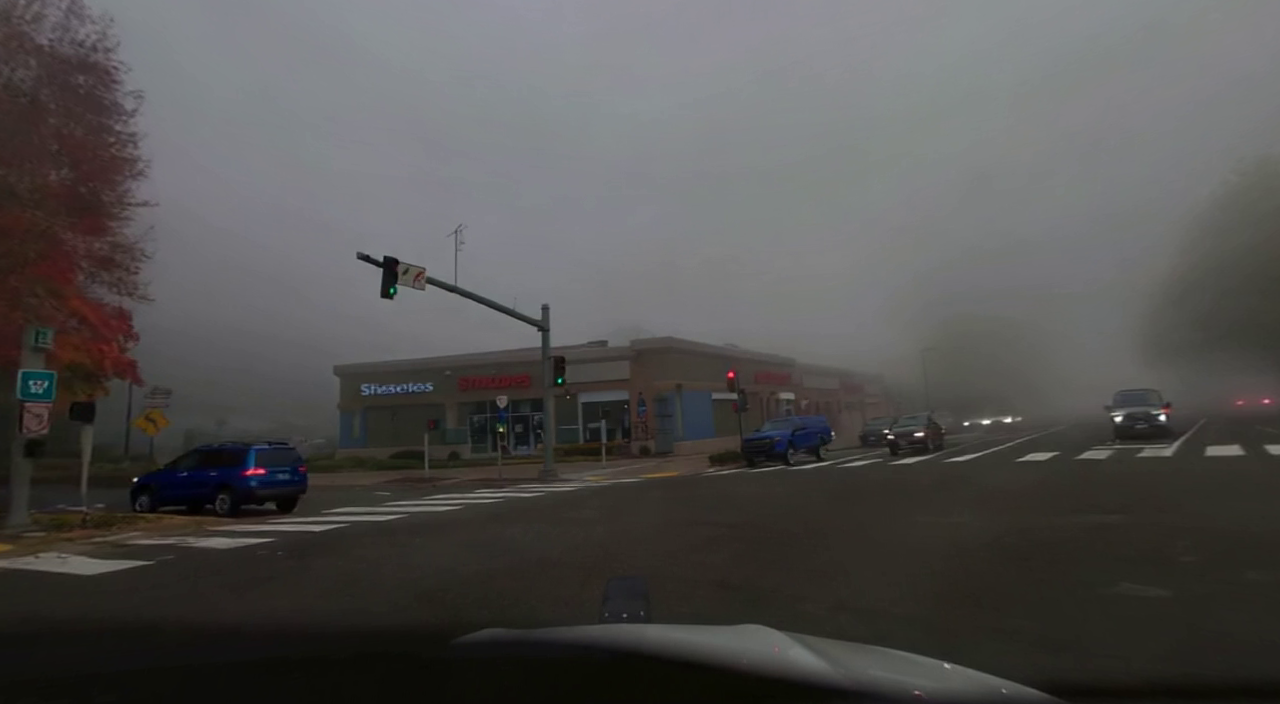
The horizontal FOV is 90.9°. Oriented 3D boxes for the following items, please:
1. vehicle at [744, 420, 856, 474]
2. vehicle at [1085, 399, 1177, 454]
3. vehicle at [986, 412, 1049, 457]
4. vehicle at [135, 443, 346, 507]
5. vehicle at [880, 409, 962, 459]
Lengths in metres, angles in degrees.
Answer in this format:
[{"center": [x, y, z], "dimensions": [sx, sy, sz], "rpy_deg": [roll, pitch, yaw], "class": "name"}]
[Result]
[{"center": [6.784, 3.850, 26.231], "dimensions": [2.524, 1.834, 5.787], "rpy_deg": [-6, -7, 35], "class": "vehicle"}, {"center": [19.379, 3.056, 25.186], "dimensions": [2.402, 1.924, 5.826], "rpy_deg": [-6, -10, 34], "class": "vehicle"}, {"center": [15.954, 3.510, 26.517], "dimensions": [1.991, 1.688, 4.793], "rpy_deg": [-6, -10, 32], "class": "vehicle"}, {"center": [-12.199, 3.749, 19.522], "dimensions": [5.110, 1.814, 2.146], "rpy_deg": [-1, -8, 3], "class": "vehicle"}, {"center": [12.243, 3.587, 27.287], "dimensions": [2.331, 1.971, 4.946], "rpy_deg": [-6, -10, 33], "class": "vehicle"}]
